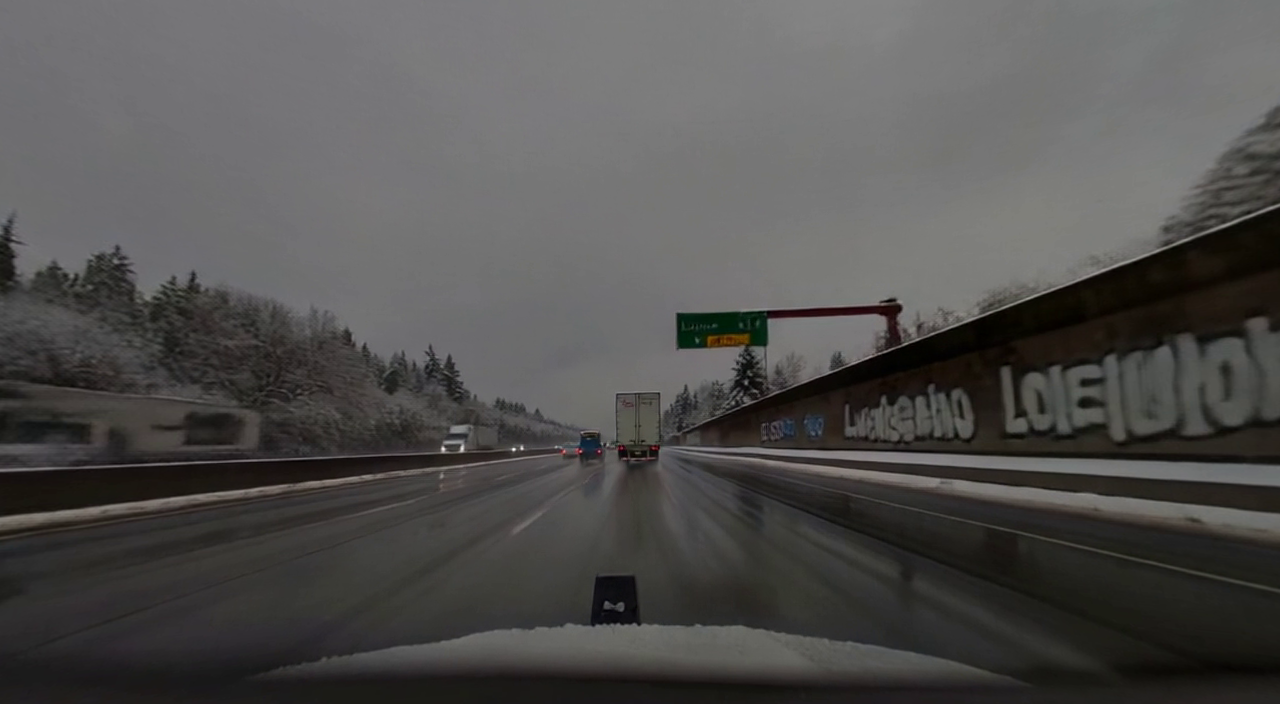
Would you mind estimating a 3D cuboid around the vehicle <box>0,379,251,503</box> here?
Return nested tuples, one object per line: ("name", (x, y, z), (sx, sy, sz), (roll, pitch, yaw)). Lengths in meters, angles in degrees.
("vehicle", (-19.010, 3.369, 23.370), (2.929, 3.679, 9.326), (0, -9, 0))

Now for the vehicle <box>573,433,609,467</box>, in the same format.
("vehicle", (-3.648, 7.507, 48.041), (2.278, 2.369, 5.249), (0, -9, 1))

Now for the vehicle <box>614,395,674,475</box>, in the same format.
("vehicle", (0.071, 5.011, 37.138), (3.042, 4.023, 10.832), (0, -9, -1))
